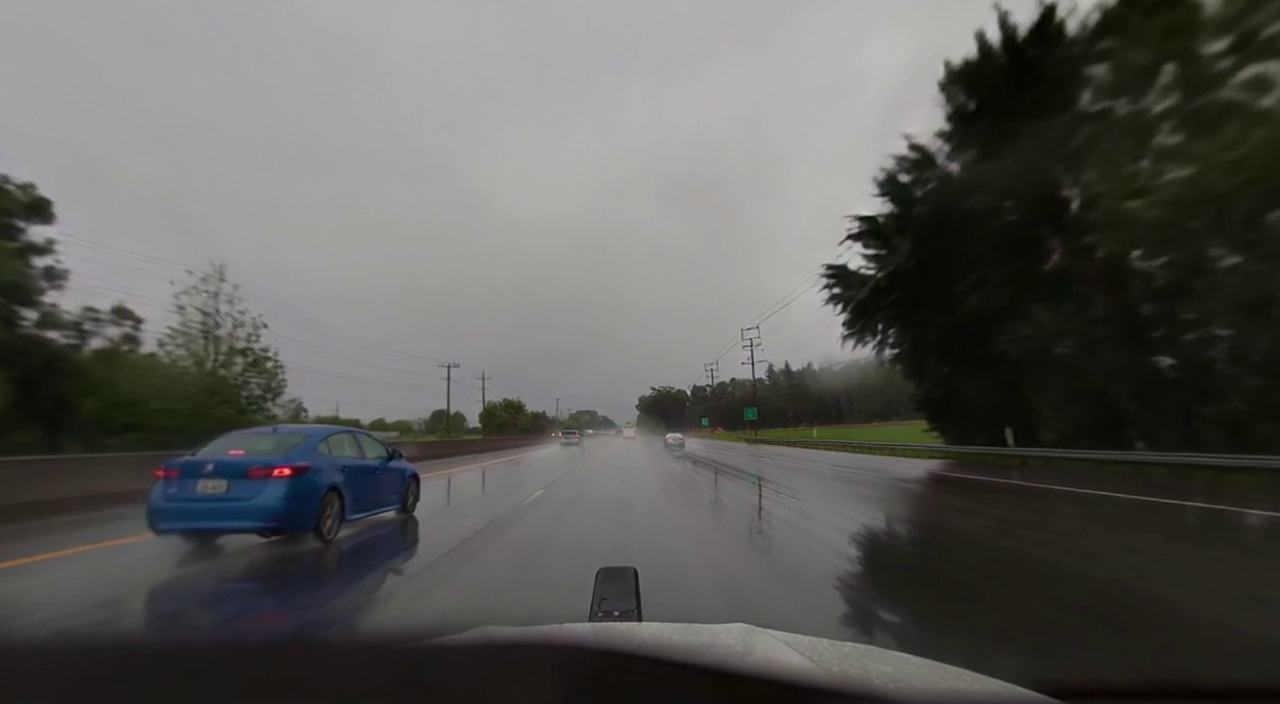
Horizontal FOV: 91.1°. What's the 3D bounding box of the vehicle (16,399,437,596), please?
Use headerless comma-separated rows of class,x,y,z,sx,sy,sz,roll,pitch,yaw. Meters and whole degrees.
vehicle,-4.050,1.463,7.294,2.023,1.580,4.259,0,-8,-1

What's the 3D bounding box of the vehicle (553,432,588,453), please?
vehicle,-5.060,6.674,46.456,2.080,1.478,4.347,0,-8,0
